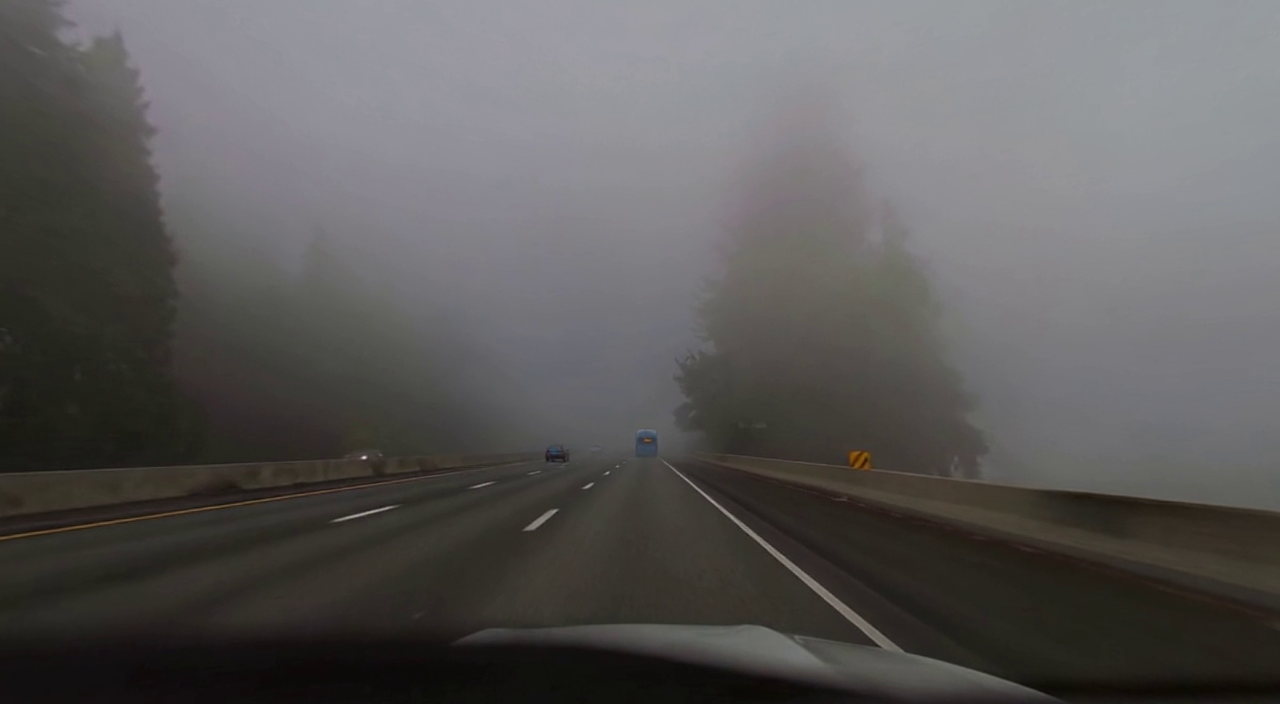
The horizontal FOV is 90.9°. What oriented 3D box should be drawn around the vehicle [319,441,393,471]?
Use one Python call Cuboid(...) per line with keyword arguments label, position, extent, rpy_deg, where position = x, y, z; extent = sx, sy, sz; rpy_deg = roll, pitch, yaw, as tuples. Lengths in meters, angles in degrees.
Cuboid(label="vehicle", position=(-17.094, 6.273, 38.302), extent=(2.082, 1.674, 5.056), rpy_deg=(0, -8, 1))
